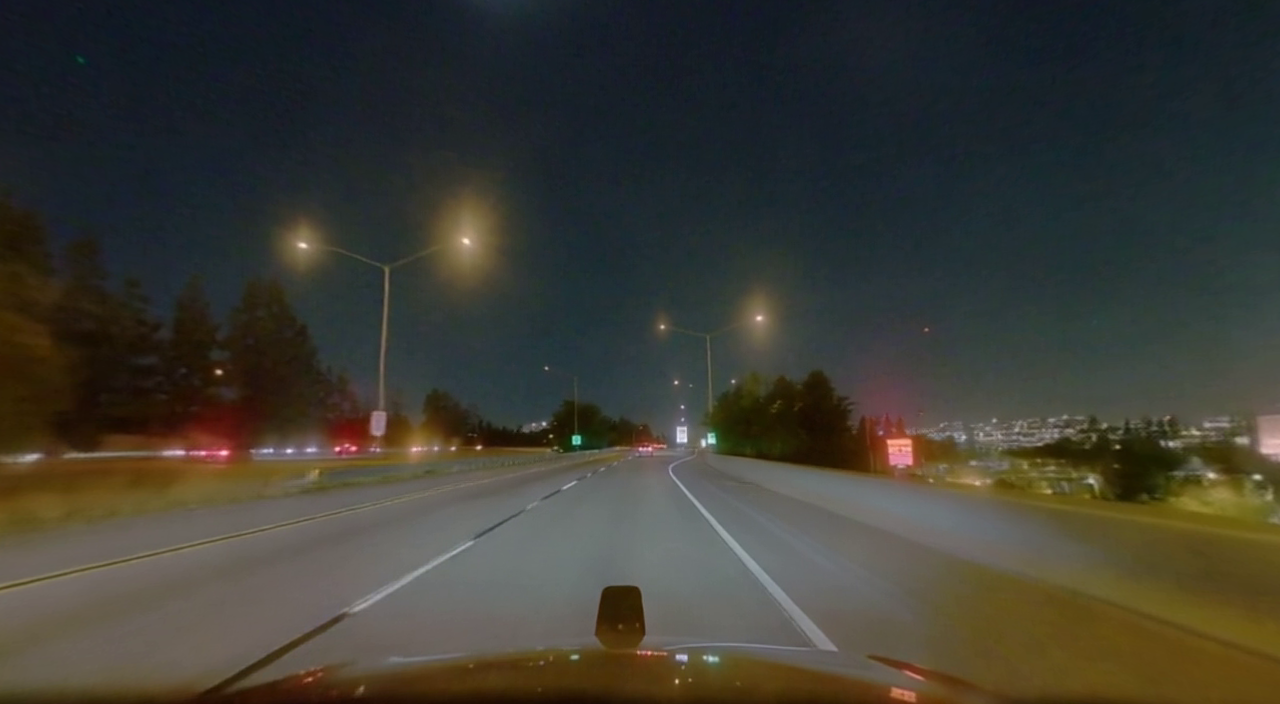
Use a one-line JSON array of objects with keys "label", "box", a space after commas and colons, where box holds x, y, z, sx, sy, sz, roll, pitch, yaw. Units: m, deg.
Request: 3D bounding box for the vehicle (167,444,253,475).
[{"label": "vehicle", "box": [-22.971, 5.714, 33.964, 1.829, 1.520, 4.505, 1, -9, -6]}]

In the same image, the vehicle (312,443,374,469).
[{"label": "vehicle", "box": [-18.753, 6.594, 40.126, 2.271, 1.537, 4.029, 1, -9, -6]}]
